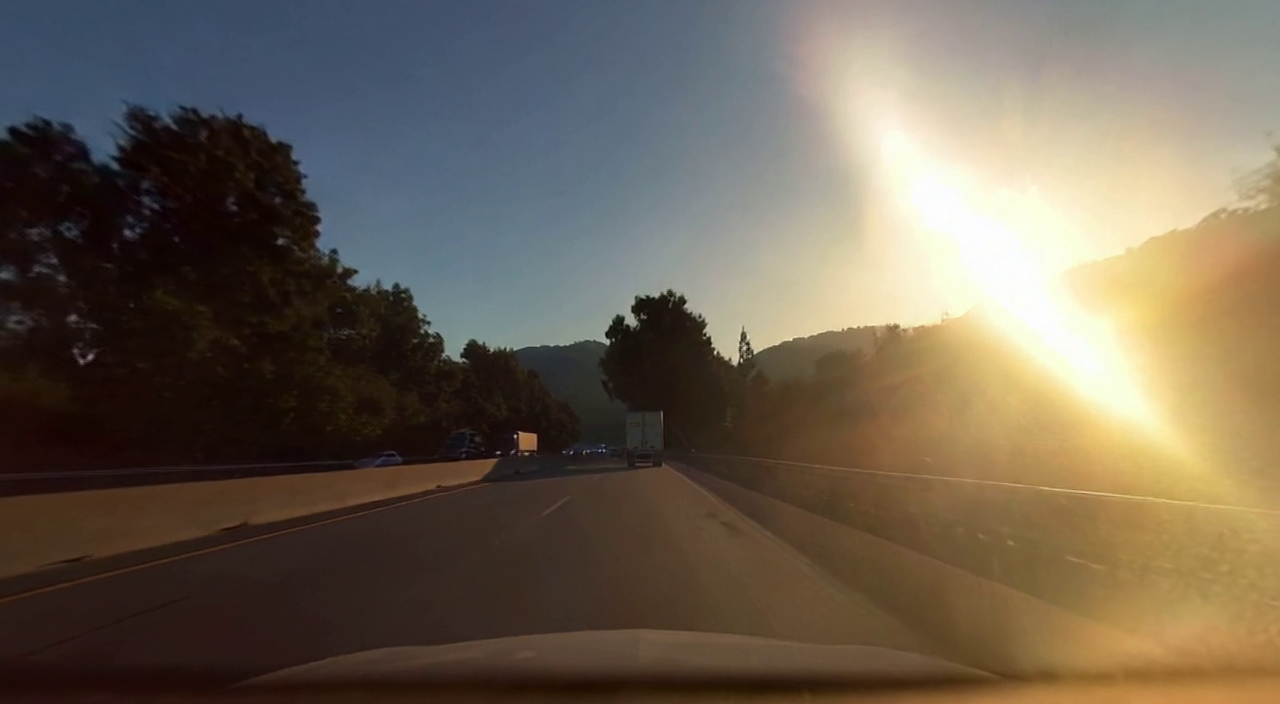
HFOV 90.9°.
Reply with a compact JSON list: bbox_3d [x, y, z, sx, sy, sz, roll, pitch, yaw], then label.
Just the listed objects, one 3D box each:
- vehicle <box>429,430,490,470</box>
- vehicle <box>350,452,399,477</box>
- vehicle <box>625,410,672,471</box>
[{"bbox_3d":[-12.447,6.864,44.025,2.282,2.547,5.989,0,-9,2],"label":"vehicle"},{"bbox_3d":[-16.444,6.949,39.138,1.595,1.483,3.151,0,-9,1],"label":"vehicle"},{"bbox_3d":[0.474,6.604,46.509,3.024,3.965,10.399,0,-9,-1],"label":"vehicle"}]
